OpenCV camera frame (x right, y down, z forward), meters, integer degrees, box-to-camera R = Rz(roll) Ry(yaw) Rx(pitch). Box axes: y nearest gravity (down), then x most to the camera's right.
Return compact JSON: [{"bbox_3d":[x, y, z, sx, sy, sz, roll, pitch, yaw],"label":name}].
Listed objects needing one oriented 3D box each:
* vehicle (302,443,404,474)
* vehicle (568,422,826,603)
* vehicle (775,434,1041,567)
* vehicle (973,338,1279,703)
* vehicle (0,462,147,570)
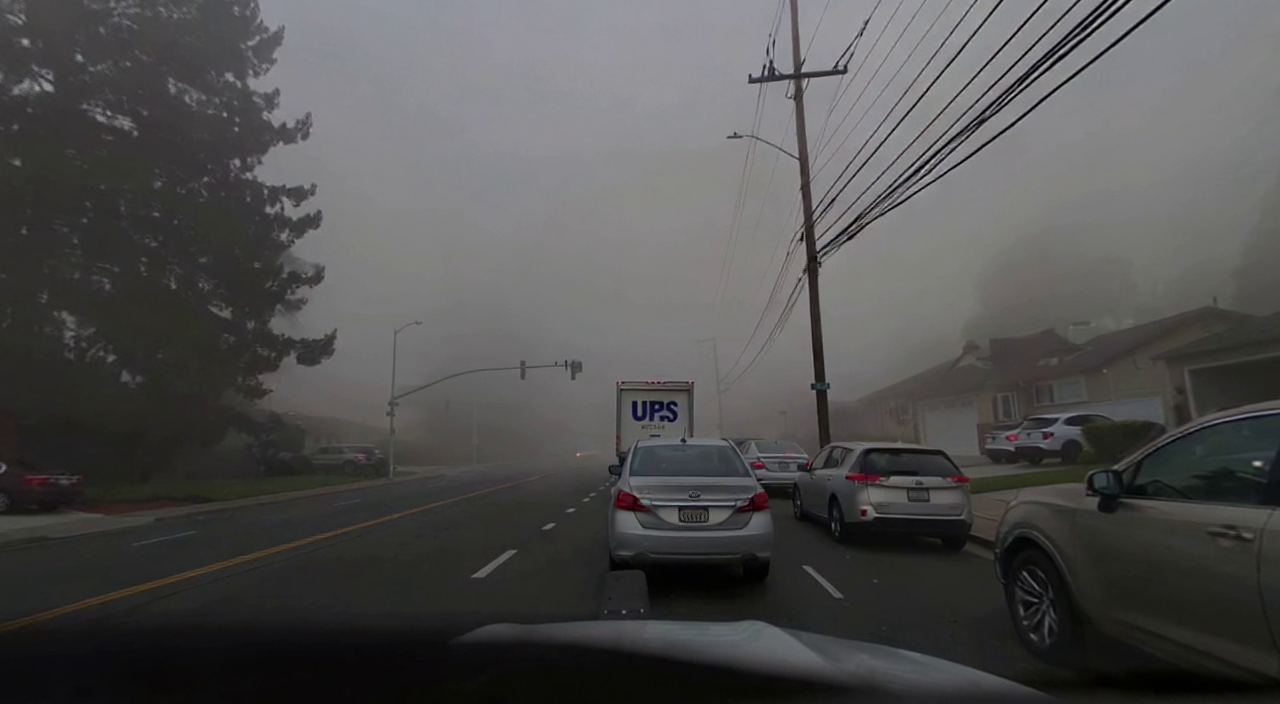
[{"bbox_3d":[-17.425,6.466,38.296,5.274,1.793,1.921,0,-8,3],"label":"vehicle"},{"bbox_3d":[0.478,1.674,7.523,2.158,1.499,4.377,0,-8,0],"label":"vehicle"},{"bbox_3d":[3.519,2.014,9.390,1.993,1.479,4.487,0,-8,0],"label":"vehicle"},{"bbox_3d":[3.324,0.771,1.914,2.069,1.722,4.888,0,-8,2],"label":"vehicle"},{"bbox_3d":[-10.349,2.485,9.481,1.925,1.482,4.753,0,-8,0],"label":"vehicle"}]
